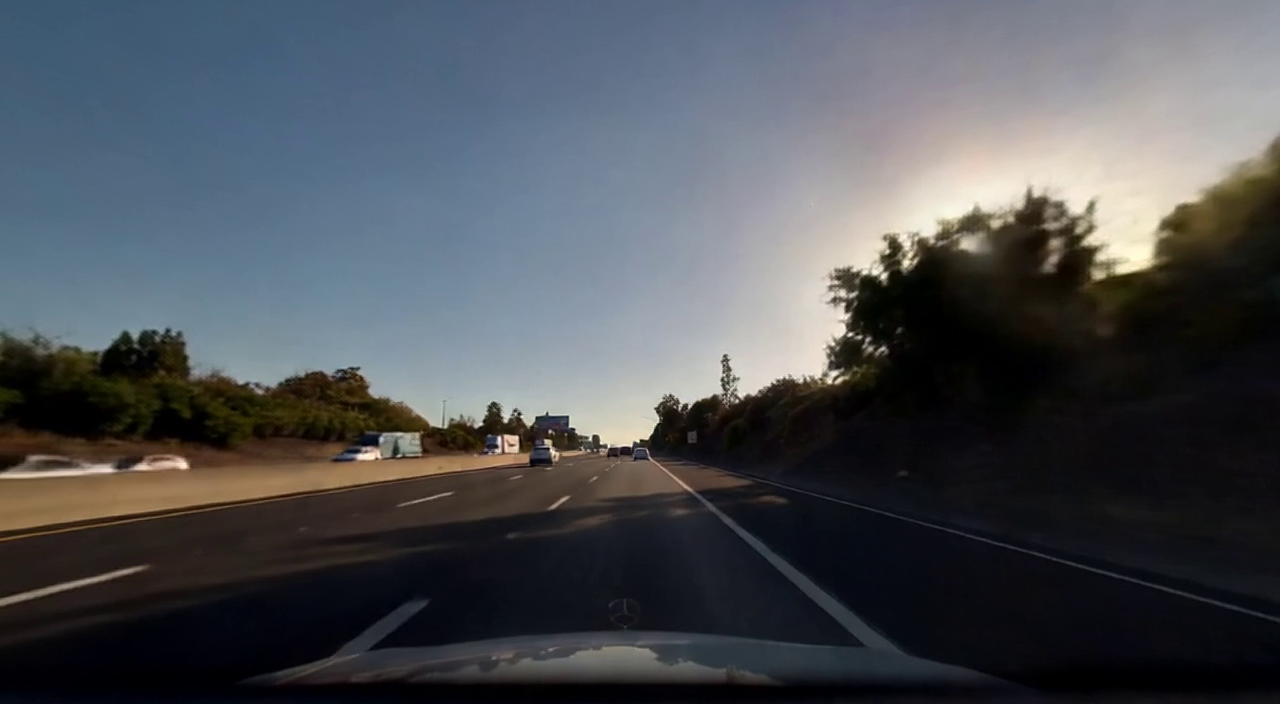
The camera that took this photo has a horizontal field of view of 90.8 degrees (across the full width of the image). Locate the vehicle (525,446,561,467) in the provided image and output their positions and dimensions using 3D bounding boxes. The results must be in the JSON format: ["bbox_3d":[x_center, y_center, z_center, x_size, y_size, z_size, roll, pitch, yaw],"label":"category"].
[{"bbox_3d":[-7.265,7.937,47.856,1.973,1.494,4.419,0,-9,1],"label":"vehicle"}]

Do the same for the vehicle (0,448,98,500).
[{"bbox_3d":[-19.070,3.653,19.034,1.780,1.466,3.993,0,-9,1],"label":"vehicle"}]

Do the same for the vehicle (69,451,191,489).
[{"bbox_3d":[-22.834,5.271,28.502,1.872,1.519,4.325,0,-9,0],"label":"vehicle"}]

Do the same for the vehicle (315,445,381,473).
[{"bbox_3d":[-19.302,7.092,42.027,1.959,1.678,5.042,0,-9,0],"label":"vehicle"}]
